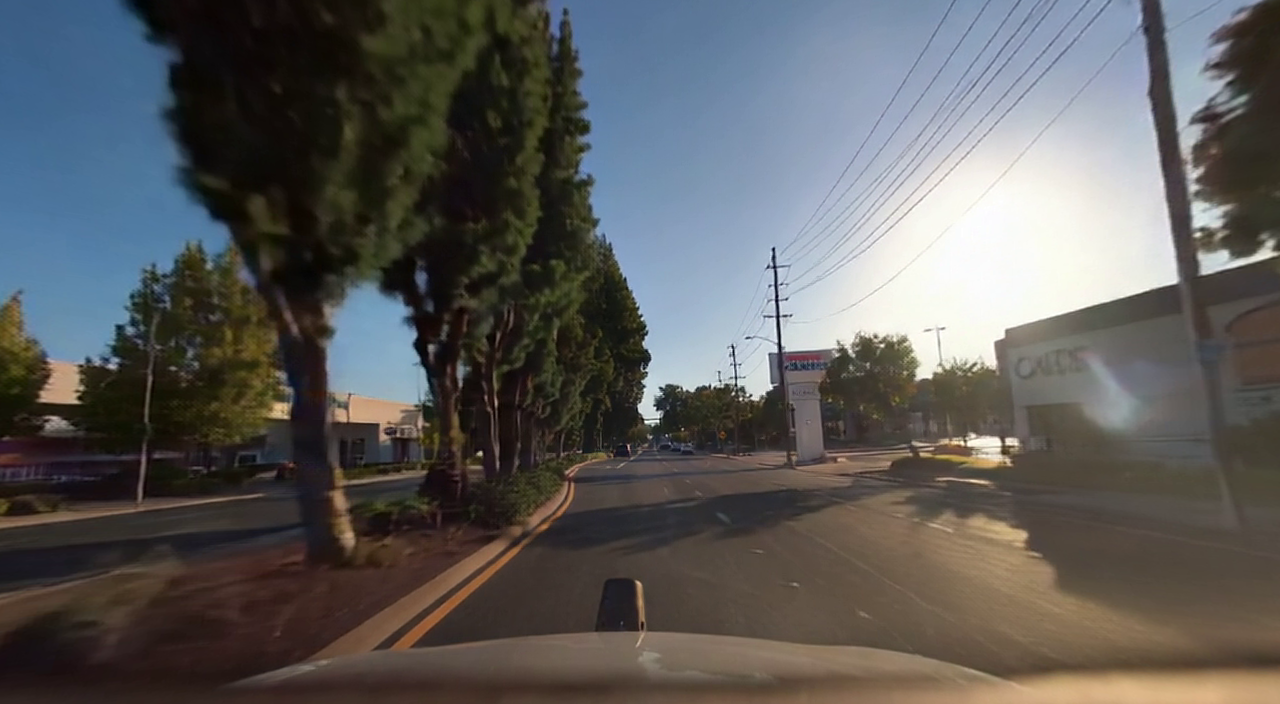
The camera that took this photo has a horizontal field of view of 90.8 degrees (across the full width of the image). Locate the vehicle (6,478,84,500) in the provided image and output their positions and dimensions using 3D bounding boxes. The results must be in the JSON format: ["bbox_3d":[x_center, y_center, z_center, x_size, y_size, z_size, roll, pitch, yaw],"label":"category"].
[{"bbox_3d":[-46.819,10.769,49.849,1.738,1.424,4.544,0,-9,-1],"label":"vehicle"}]
